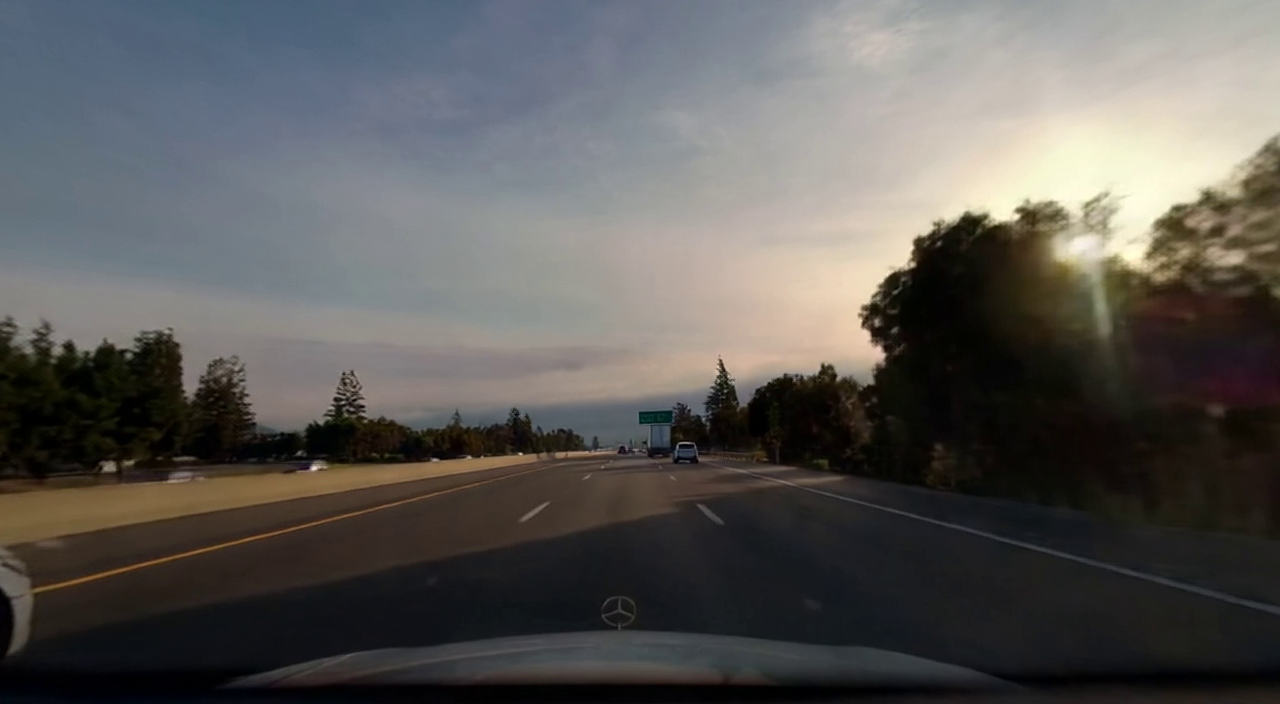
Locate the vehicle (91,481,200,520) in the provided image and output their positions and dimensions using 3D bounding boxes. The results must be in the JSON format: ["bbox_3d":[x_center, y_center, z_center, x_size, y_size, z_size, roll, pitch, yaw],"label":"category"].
[{"bbox_3d":[-29.946,8.993,38.527,2.269,1.779,5.254,1,-8,1],"label":"vehicle"}]

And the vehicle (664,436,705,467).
[{"bbox_3d":[2.635,6.103,38.854,2.065,1.760,4.488,0,-8,-2],"label":"vehicle"}]
